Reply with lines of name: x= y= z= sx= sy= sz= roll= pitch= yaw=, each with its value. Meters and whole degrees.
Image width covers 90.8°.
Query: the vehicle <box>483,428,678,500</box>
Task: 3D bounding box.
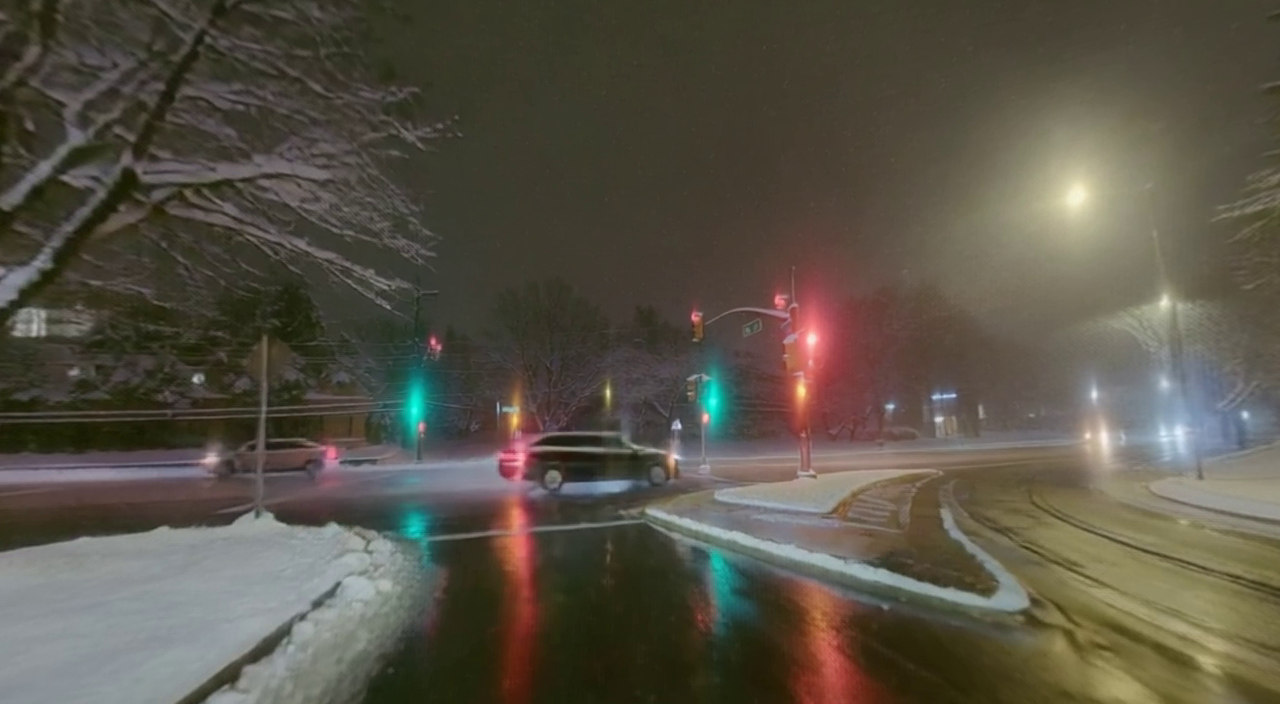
vehicle: x=-1.508 y=2.814 z=16.269 sx=4.545 sy=1.602 sz=2.014 roll=4 pitch=-10 yaw=-27

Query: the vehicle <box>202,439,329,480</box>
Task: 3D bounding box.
vehicle: x=-16.359 y=4.697 z=27.892 sx=4.602 sy=1.667 sz=1.933 roll=4 pitch=-9 yaw=-26
